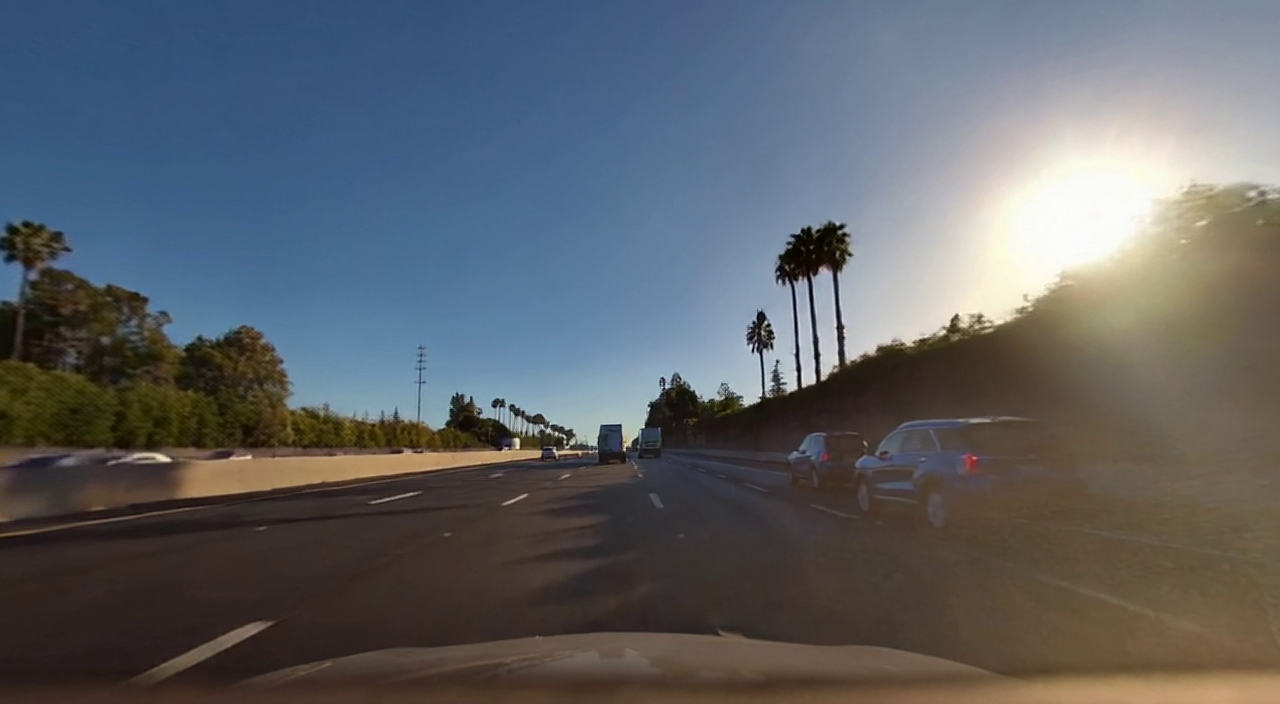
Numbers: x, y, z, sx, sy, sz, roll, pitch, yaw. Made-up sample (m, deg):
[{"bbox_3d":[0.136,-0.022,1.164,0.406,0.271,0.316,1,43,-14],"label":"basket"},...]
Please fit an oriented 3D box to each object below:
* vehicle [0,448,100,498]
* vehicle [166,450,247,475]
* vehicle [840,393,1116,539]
[{"bbox_3d":[-19.015,3.693,19.606,1.485,1.388,3.361,0,-8,-1],"label":"vehicle"},{"bbox_3d":[-31.124,7.928,45.489,2.111,1.620,5.359,0,-8,-1],"label":"vehicle"},{"bbox_3d":[5.977,2.095,12.213,2.408,2.210,4.999,0,-8,-2],"label":"vehicle"}]
